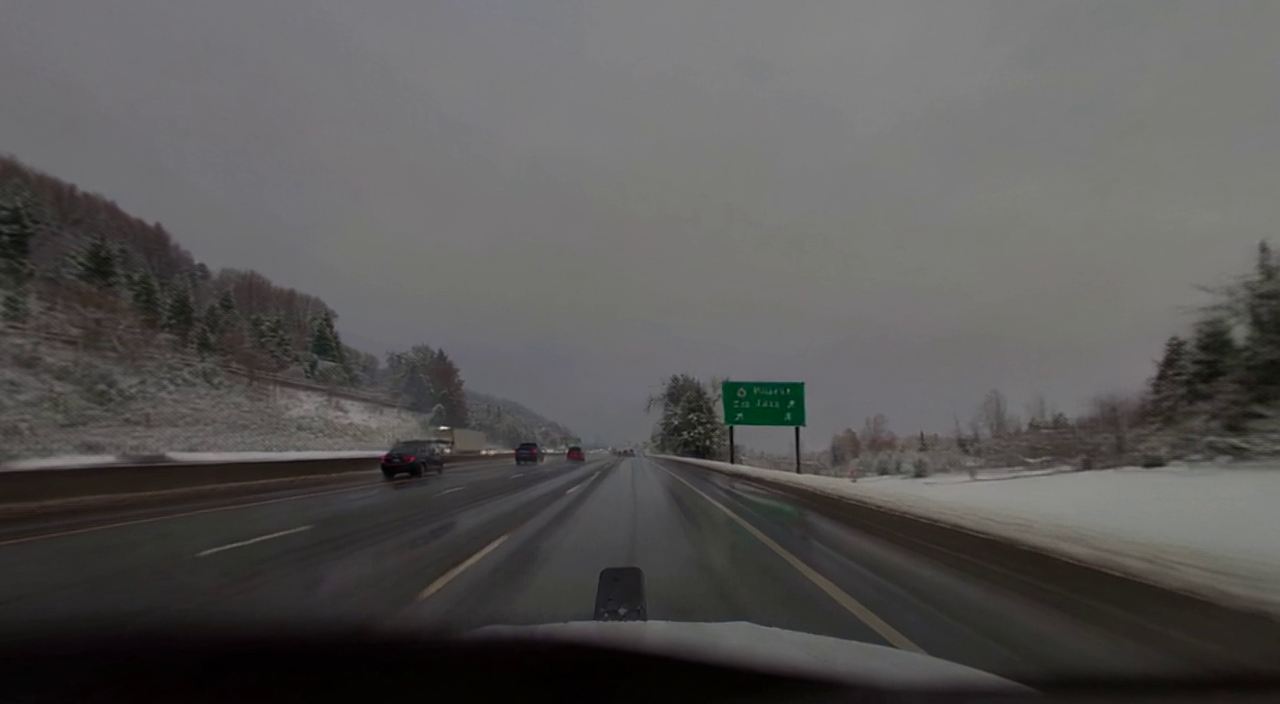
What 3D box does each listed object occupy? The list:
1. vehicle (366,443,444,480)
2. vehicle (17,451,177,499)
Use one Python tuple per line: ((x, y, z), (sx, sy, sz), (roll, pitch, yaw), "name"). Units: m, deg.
((-11.159, 5.198, 30.205), (2.001, 1.625, 4.528), (0, -8, 0), "vehicle")
((-18.428, 4.155, 21.627), (1.831, 1.434, 4.144), (0, -8, -1), "vehicle")
